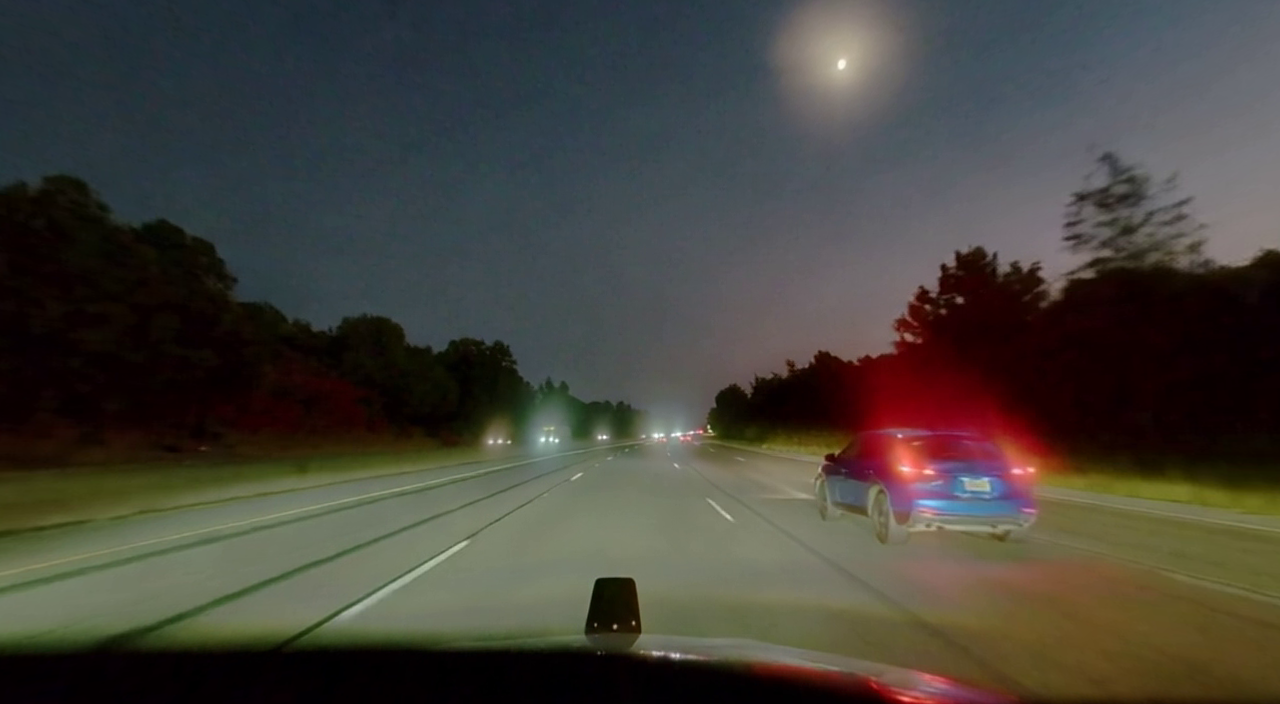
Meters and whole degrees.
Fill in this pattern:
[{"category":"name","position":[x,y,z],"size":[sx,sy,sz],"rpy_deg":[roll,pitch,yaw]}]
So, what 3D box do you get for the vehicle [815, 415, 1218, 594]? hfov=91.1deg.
[{"category":"vehicle","position":[3.719,1.548,7.388],"size":[1.982,1.452,4.294],"rpy_deg":[0,-8,-2]}]
